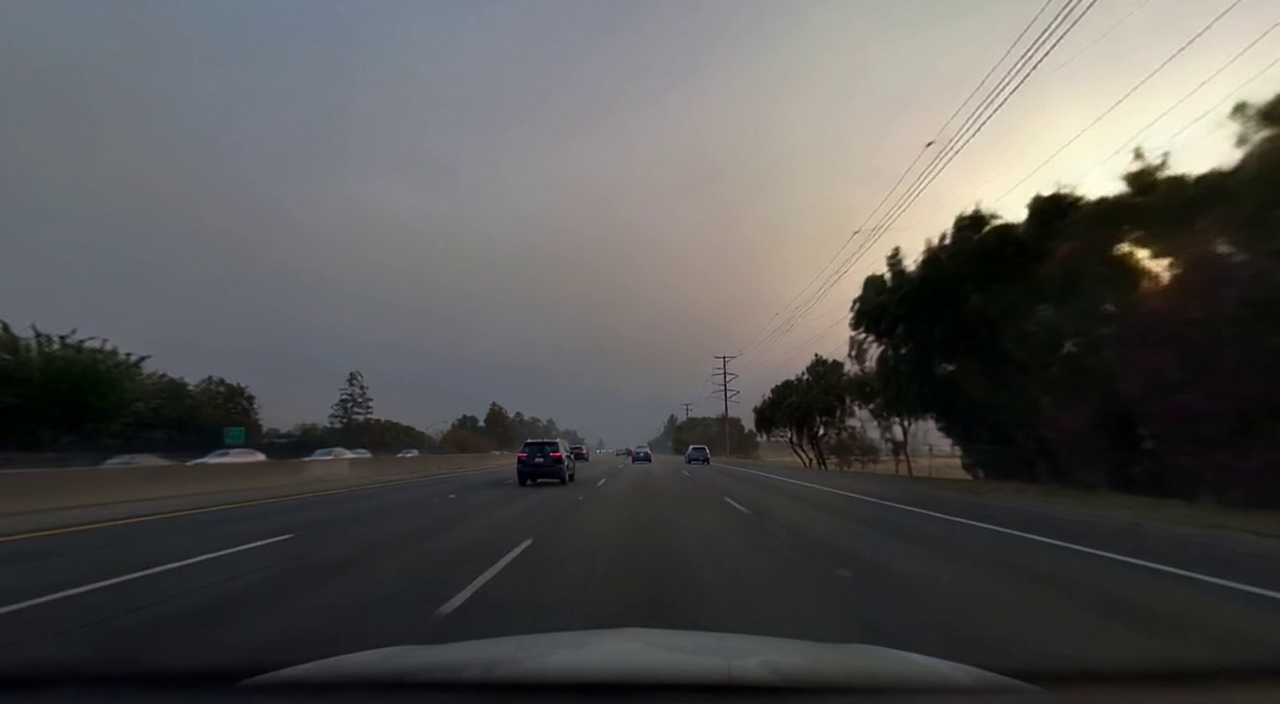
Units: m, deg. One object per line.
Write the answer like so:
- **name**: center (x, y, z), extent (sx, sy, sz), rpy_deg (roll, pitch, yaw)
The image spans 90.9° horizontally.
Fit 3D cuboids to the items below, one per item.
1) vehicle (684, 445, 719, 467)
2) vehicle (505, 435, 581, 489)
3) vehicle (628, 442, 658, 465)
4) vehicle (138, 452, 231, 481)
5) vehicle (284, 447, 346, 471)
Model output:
- **vehicle**: center (4.254, 7.283, 44.380), extent (1.964, 1.479, 4.252), rpy_deg (0, -8, -1)
- **vehicle**: center (-3.290, 3.810, 22.198), extent (1.961, 1.704, 4.052), rpy_deg (0, -8, 1)
- **vehicle**: center (0.247, 7.721, 47.941), extent (2.156, 1.647, 3.987), rpy_deg (0, -8, 0)
- **vehicle**: center (-25.422, 6.376, 35.433), extent (1.903, 1.461, 4.454), rpy_deg (0, -8, 0)
- **vehicle**: center (-21.907, 7.193, 42.724), extent (1.829, 1.515, 4.325), rpy_deg (0, -8, 0)
